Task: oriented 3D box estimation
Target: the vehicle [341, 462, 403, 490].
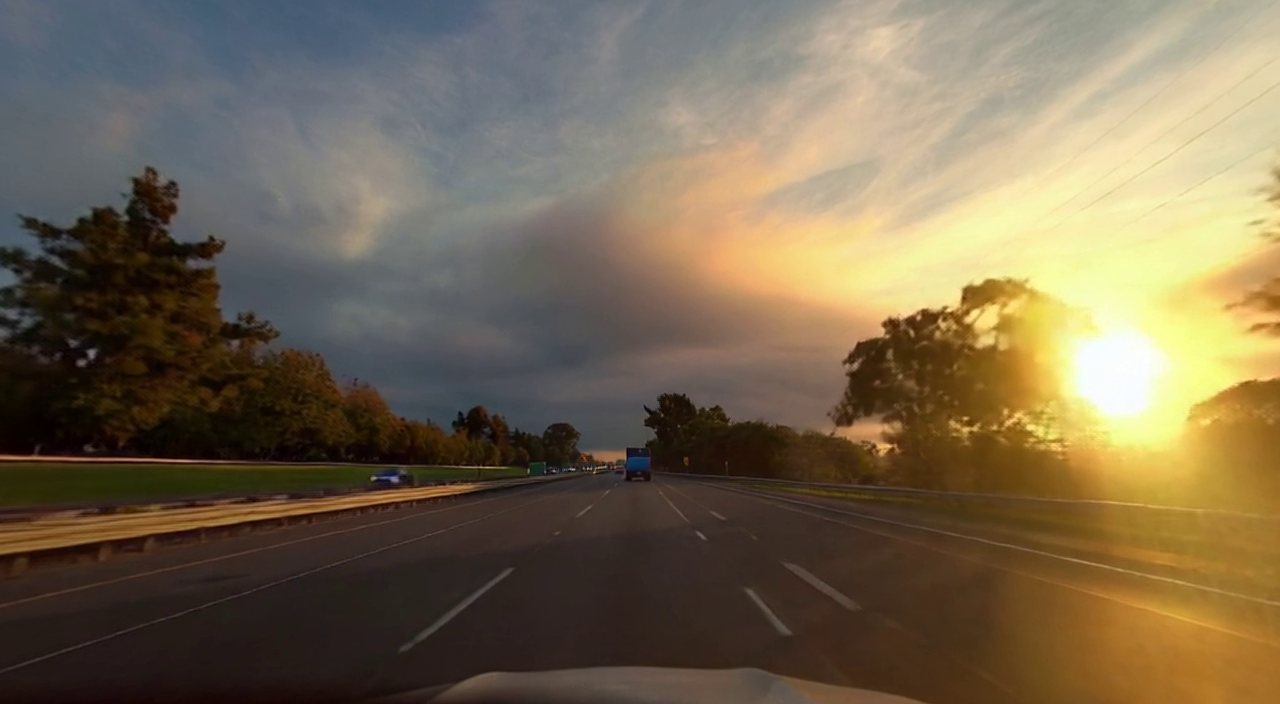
[{"bbox_3d":[-17.040,7.899,40.311,2.099,1.625,4.099,1,-10,1],"label":"vehicle"}]
